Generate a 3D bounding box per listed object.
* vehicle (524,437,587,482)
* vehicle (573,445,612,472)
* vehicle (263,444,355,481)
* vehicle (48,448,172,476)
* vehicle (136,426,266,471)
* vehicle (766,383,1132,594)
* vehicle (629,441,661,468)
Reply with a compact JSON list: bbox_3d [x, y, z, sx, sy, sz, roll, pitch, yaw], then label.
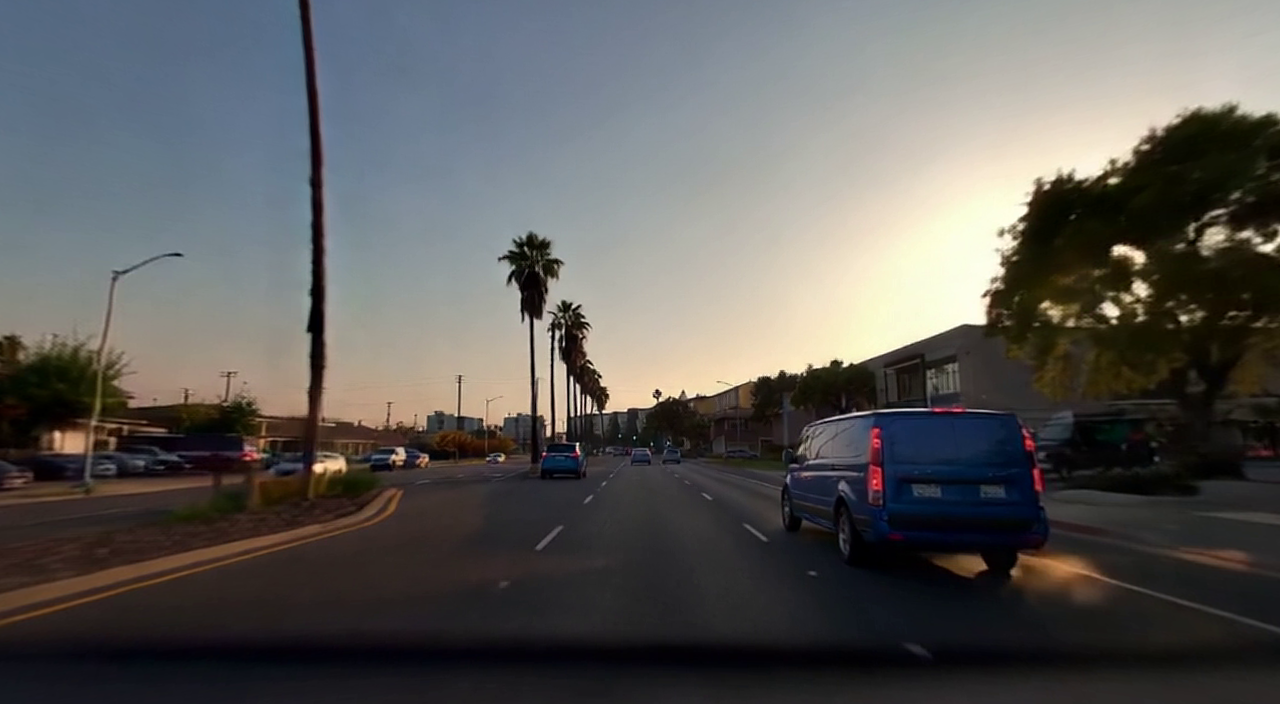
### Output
[{"bbox_3d":[-3.413,4.433,26.330,1.967,1.703,4.157,0,-9,1],"label":"vehicle"},{"bbox_3d":[-2.715,6.176,36.935,1.869,1.454,4.142,0,-9,1],"label":"vehicle"},{"bbox_3d":[-16.940,5.667,32.659,2.039,1.729,4.766,0,-9,2],"label":"vehicle"},{"bbox_3d":[-29.297,6.064,35.063,4.876,1.487,1.993,1,-9,-4],"label":"vehicle"},{"bbox_3d":[-29.848,6.562,43.172,6.775,2.936,2.546,0,-9,-1],"label":"vehicle"},{"bbox_3d":[3.324,1.609,8.279,2.234,1.912,4.847,0,-9,-1],"label":"vehicle"},{"bbox_3d":[0.301,7.288,45.056,2.191,1.761,3.857,0,-9,0],"label":"vehicle"}]
